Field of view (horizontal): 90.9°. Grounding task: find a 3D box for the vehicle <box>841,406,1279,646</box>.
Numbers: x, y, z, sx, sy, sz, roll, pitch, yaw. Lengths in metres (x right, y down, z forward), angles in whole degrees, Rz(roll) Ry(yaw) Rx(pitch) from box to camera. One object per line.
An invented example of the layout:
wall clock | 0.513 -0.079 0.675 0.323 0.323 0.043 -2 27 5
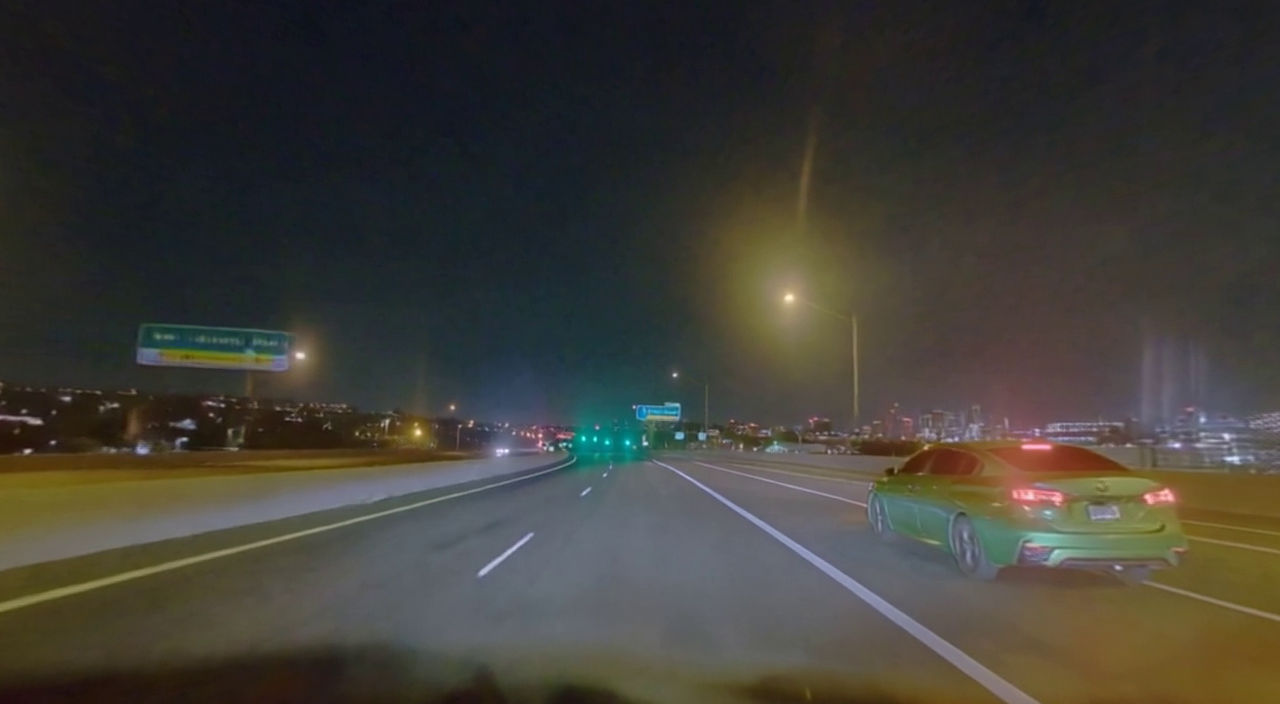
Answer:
vehicle | 3.930 1.506 6.589 2.104 1.575 4.698 0 -9 0
